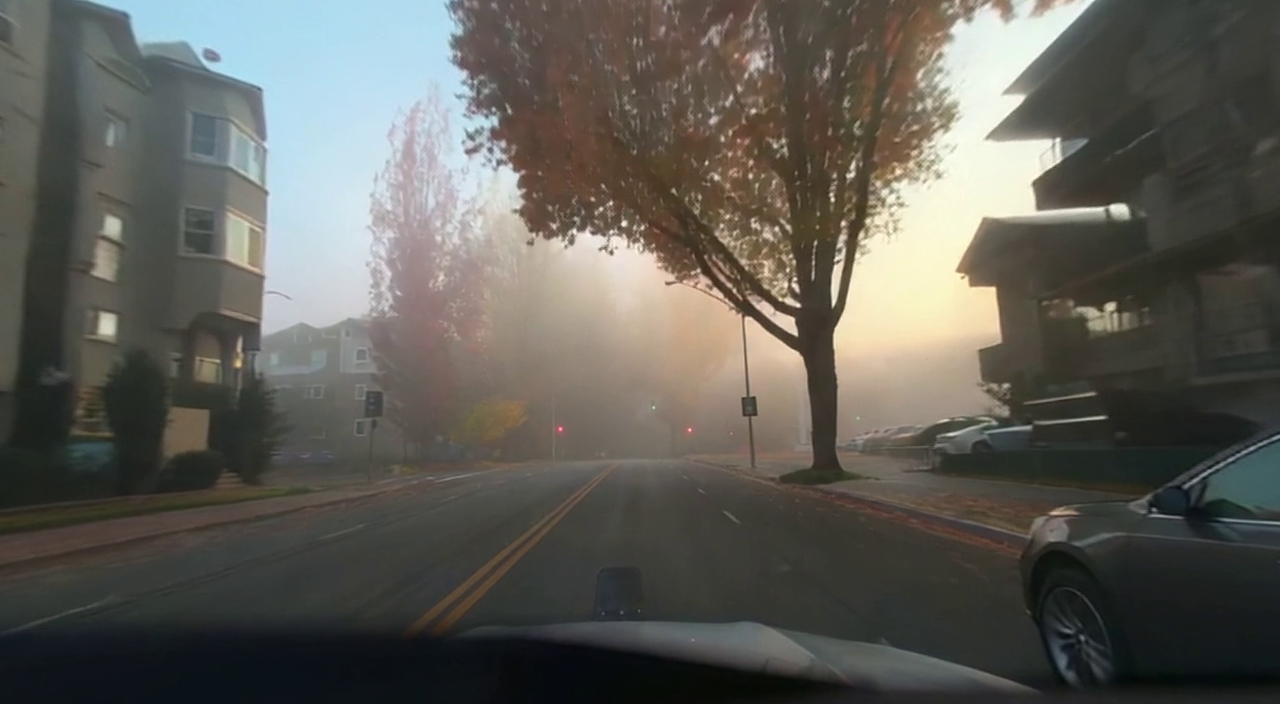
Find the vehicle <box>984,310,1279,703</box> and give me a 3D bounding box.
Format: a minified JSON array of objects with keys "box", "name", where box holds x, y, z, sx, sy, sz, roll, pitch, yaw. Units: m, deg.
[{"box":[3.118,0.653,1.159,2.224,1.791,4.834,0,-8,0],"name":"vehicle"}]
